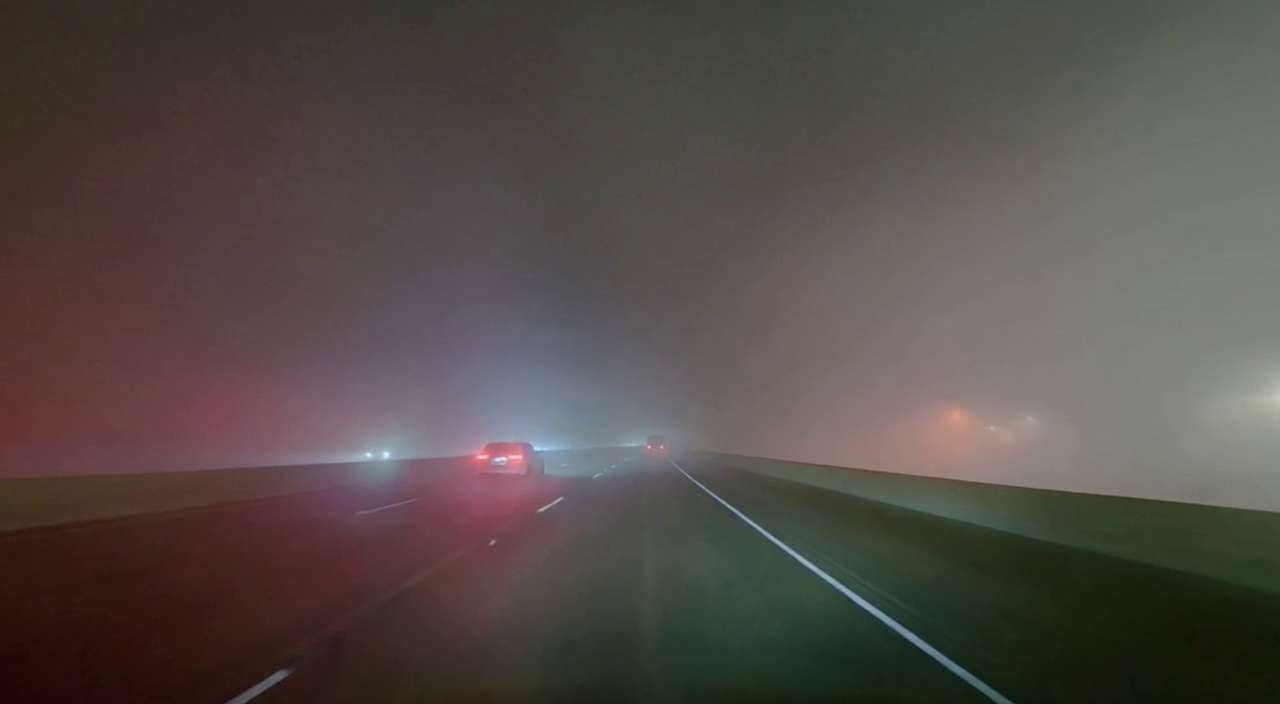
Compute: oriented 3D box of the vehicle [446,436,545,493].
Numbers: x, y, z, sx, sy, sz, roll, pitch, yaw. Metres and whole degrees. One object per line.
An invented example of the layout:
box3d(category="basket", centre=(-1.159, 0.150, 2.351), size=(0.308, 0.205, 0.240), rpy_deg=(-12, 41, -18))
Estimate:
box3d(category="vehicle", centre=(-4.373, 3.497, 19.832), size=(1.961, 1.540, 4.487), rpy_deg=(-1, -9, 2))
